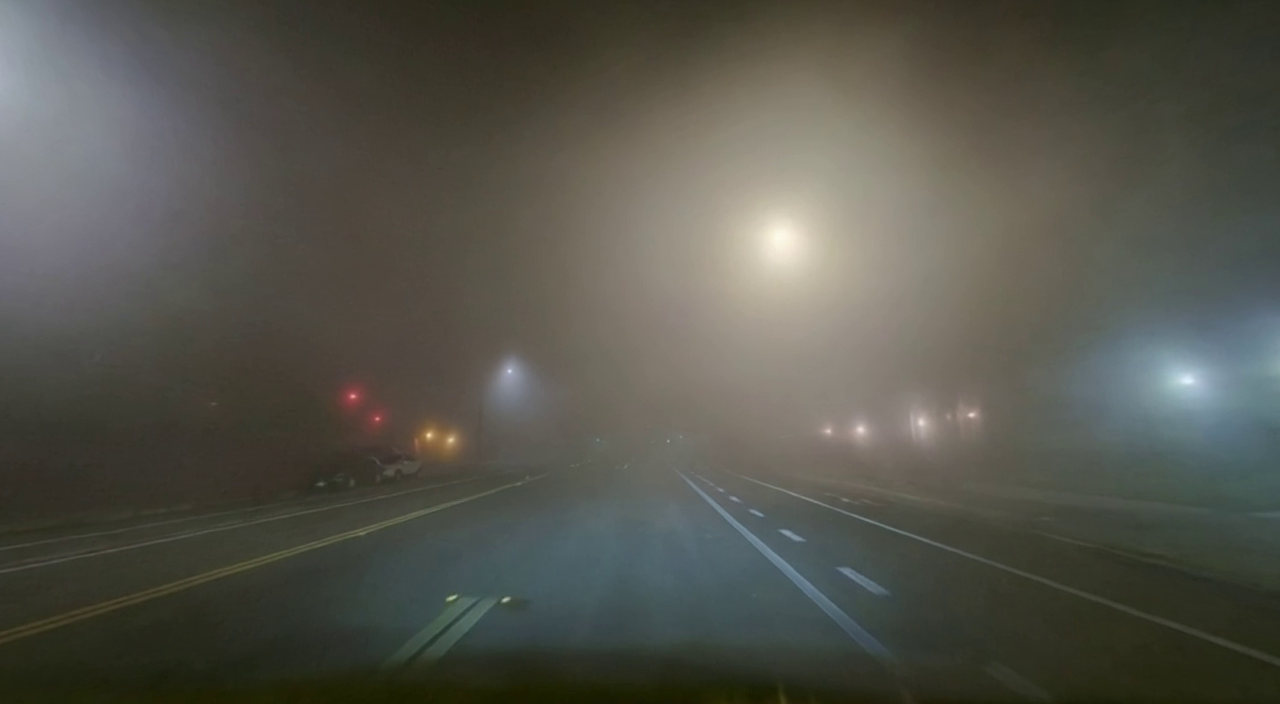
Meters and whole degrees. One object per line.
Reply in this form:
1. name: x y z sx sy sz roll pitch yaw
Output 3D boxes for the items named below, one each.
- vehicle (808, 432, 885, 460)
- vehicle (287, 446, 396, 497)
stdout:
1. vehicle: 14.251 6.501 43.728 4.907 1.693 2.081 0 -7 14
2. vehicle: -11.578 4.606 24.897 2.023 1.629 4.822 -2 -7 0
